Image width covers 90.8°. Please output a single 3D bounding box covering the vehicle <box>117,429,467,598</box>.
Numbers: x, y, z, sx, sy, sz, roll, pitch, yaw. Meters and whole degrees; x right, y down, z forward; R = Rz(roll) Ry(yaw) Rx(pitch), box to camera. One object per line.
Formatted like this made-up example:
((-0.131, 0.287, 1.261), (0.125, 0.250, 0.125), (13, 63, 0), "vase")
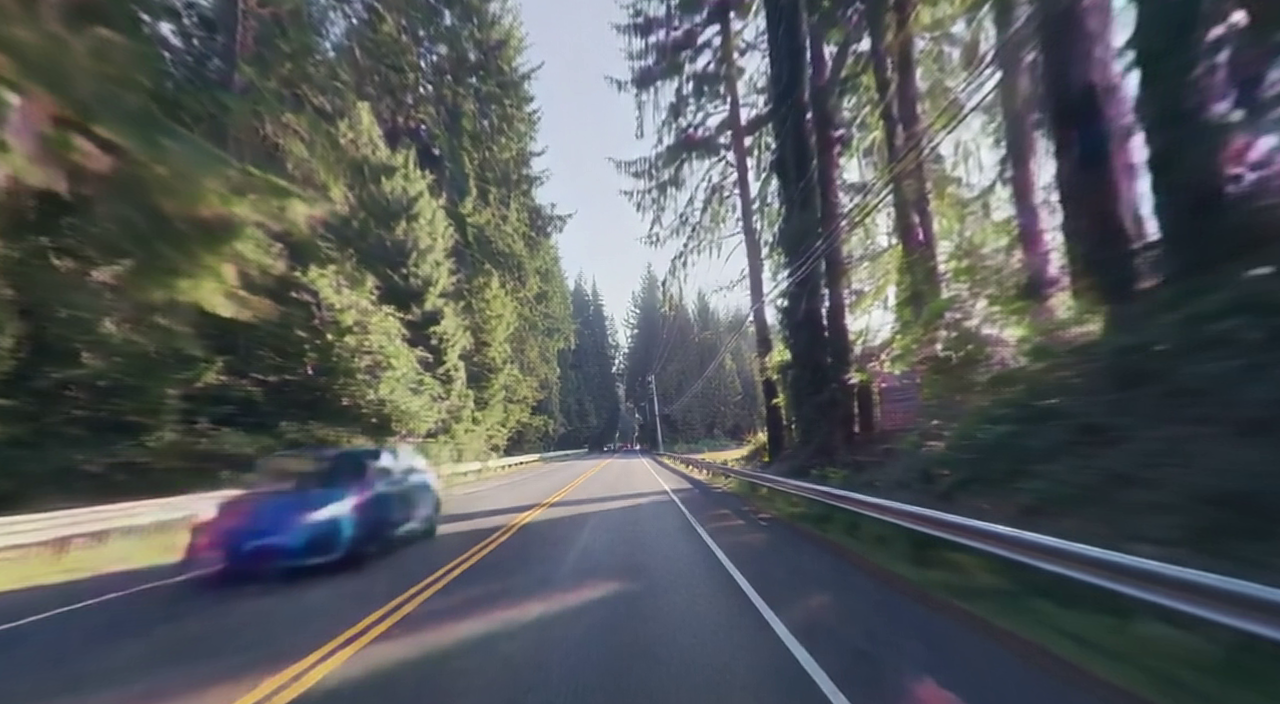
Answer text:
((-3.818, 1.818, 8.025), (2.030, 1.552, 4.188), (0, -9, 0), "vehicle")
